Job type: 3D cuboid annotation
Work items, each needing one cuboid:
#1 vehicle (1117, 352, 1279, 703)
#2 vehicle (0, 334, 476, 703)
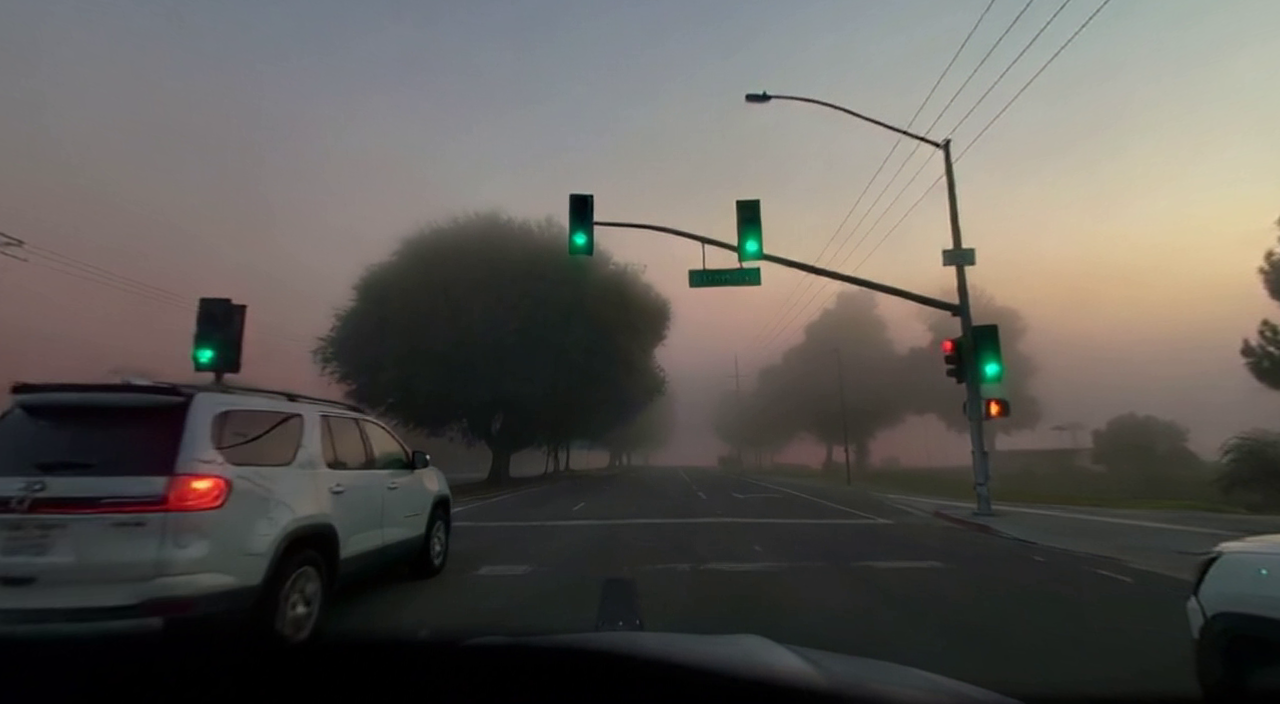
[{"bbox_3d":[3.608,0.652,1.168,2.056,1.703,4.305,0,-9,0],"label":"vehicle"},{"bbox_3d":[-3.461,1.287,5.904,2.374,1.985,5.391,0,-9,0],"label":"vehicle"}]
